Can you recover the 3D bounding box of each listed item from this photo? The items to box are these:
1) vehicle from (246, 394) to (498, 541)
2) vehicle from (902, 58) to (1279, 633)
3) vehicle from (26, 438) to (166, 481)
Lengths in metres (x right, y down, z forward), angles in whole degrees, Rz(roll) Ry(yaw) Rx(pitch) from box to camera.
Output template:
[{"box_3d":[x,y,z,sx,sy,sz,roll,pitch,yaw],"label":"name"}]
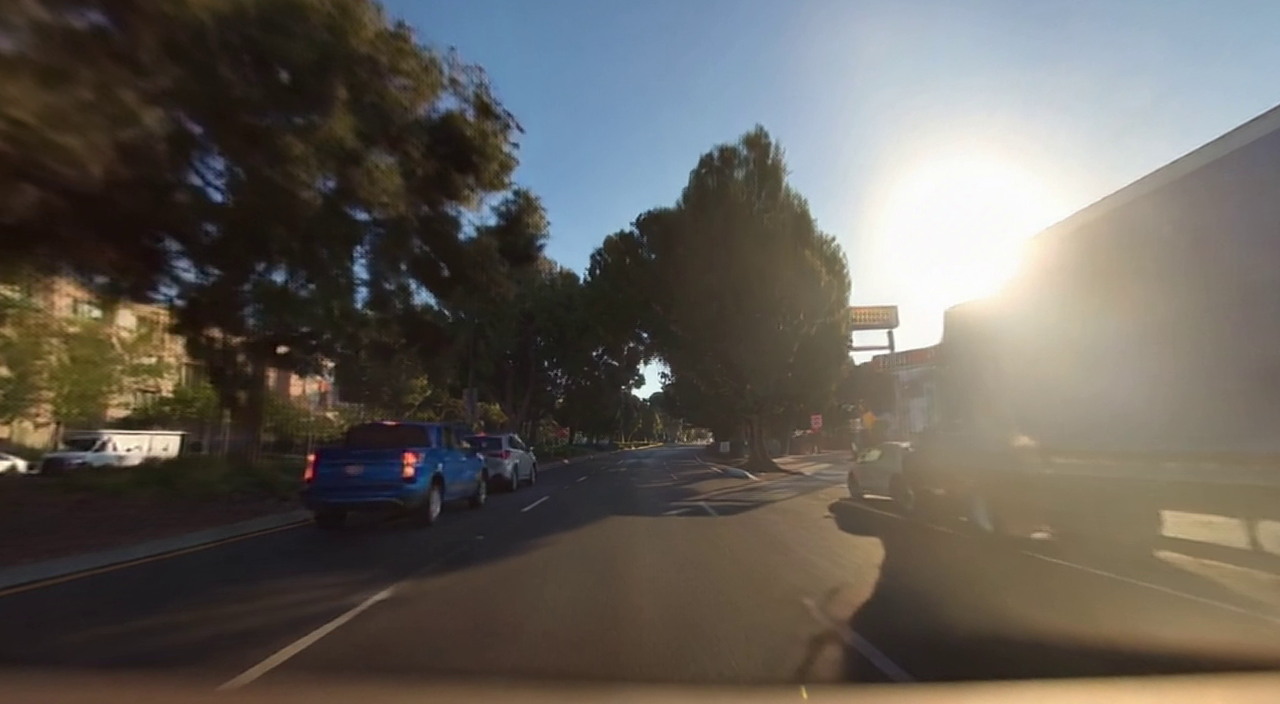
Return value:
[{"box_3d":[-4.458,2.065,11.940,2.270,2.068,5.865,0,-9,-1],"label":"vehicle"},{"box_3d":[6.092,0.210,6.285,2.981,4.106,8.794,0,-9,-1],"label":"vehicle"},{"box_3d":[-28.966,5.814,33.916,5.368,2.121,1.960,8,-13,-37],"label":"vehicle"}]
